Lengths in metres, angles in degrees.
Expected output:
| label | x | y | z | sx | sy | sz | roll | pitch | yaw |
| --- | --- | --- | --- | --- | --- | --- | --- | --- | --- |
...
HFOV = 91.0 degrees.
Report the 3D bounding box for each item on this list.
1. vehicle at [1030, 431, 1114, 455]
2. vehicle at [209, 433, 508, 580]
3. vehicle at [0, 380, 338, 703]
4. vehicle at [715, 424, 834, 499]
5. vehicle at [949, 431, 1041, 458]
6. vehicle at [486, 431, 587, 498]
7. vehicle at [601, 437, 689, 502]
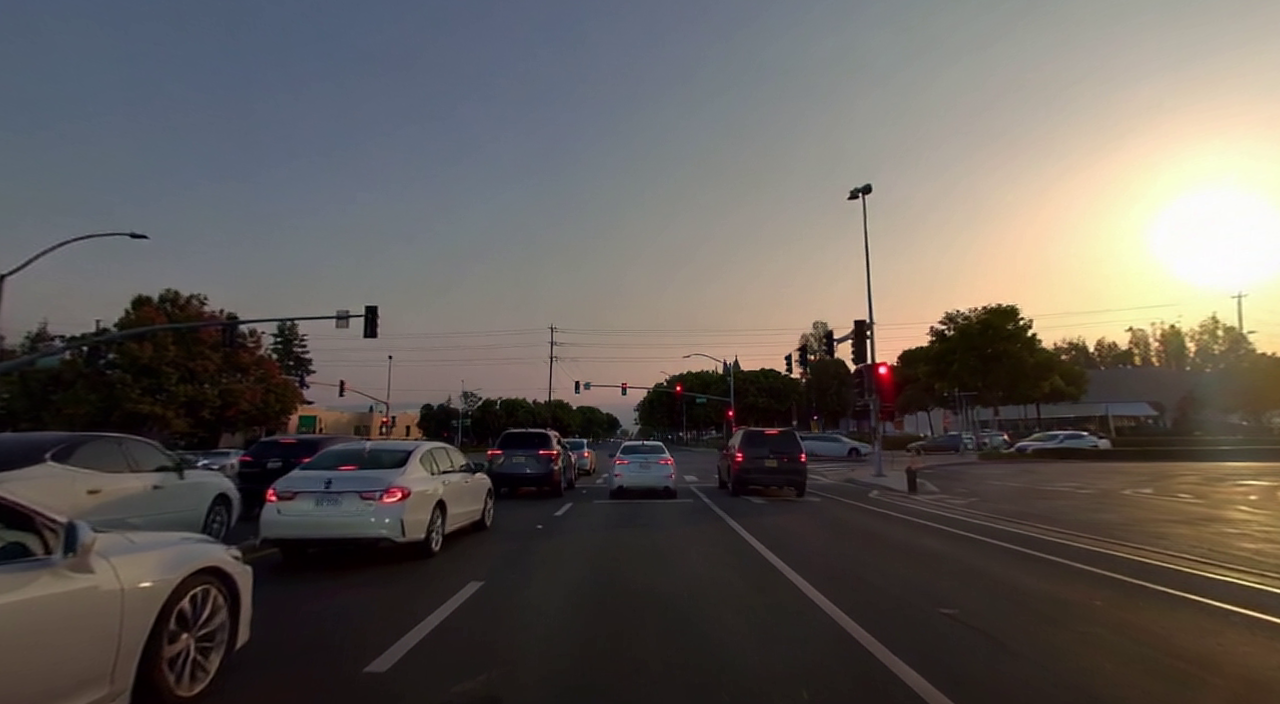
| label | x | y | z | sx | sy | sz | roll | pitch | yaw |
| --- | --- | --- | --- | --- | --- | --- | --- | --- | --- |
| vehicle | 30.582 | 6.473 | 44.681 | 4.432 | 1.680 | 1.932 | 0 | -9 | 2 |
| vehicle | -3.331 | 1.911 | 8.633 | 2.014 | 1.472 | 4.357 | 0 | -9 | 1 |
| vehicle | -3.077 | 0.786 | 1.471 | 2.249 | 1.517 | 4.951 | 0 | -9 | 1 |
| vehicle | 3.352 | 2.856 | 16.689 | 2.076 | 1.691 | 4.402 | 0 | -9 | -2 |
| vehicle | 23.336 | 6.097 | 41.496 | 4.781 | 1.700 | 1.986 | 0 | -9 | 1 |
| vehicle | -2.823 | 3.197 | 18.182 | 2.072 | 1.694 | 4.070 | 0 | -9 | 2 |
| vehicle | 0.142 | 3.037 | 16.655 | 2.032 | 1.499 | 3.994 | 0 | -9 | 1 |
